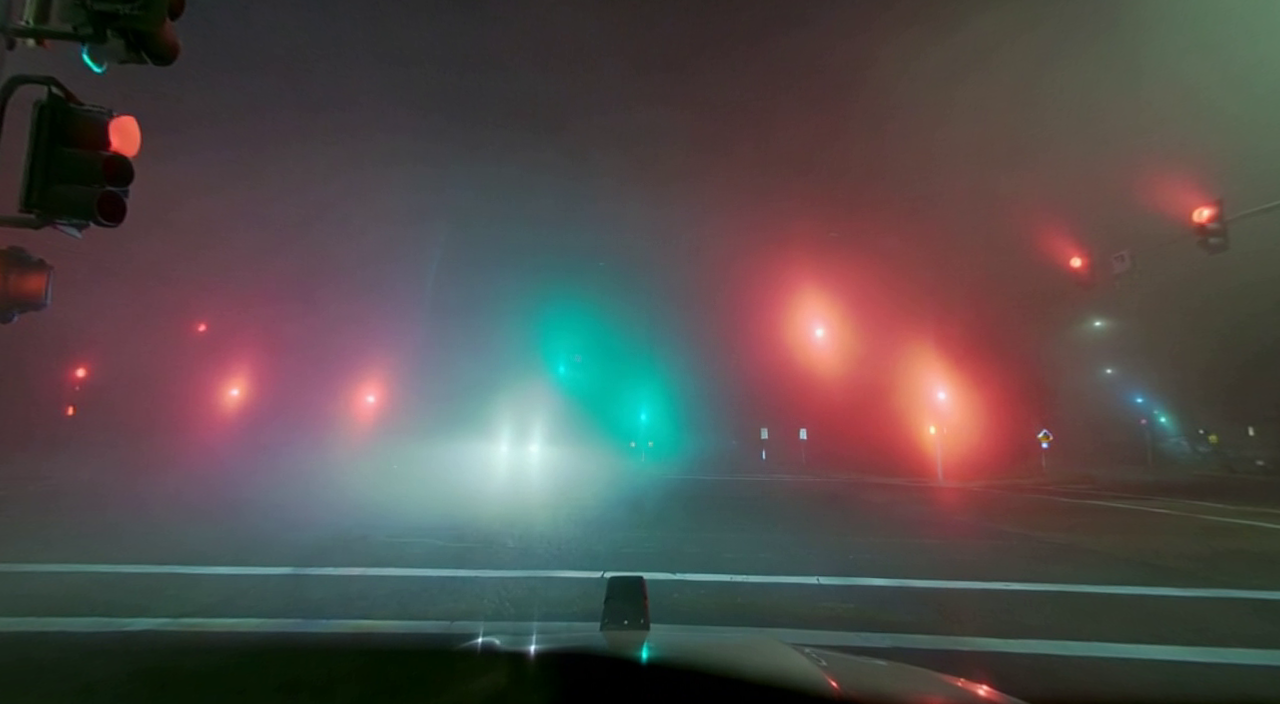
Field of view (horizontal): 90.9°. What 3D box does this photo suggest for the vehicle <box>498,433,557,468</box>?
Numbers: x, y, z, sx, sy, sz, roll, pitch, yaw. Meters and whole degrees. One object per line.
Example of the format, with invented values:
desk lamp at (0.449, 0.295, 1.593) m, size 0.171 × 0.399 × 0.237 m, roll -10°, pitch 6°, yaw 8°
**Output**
vehicle at (-6.091, 5.440, 34.972) m, size 2.234 × 1.796 × 5.416 m, roll 0°, pitch -8°, yaw 1°
